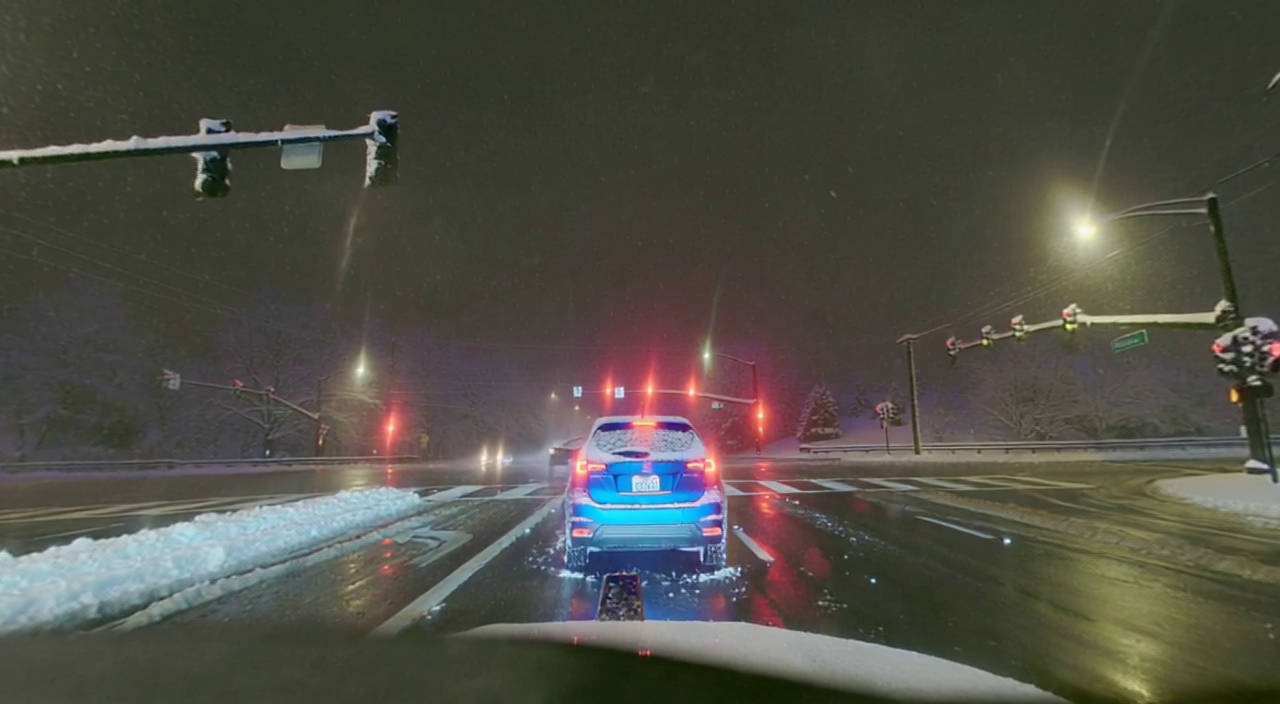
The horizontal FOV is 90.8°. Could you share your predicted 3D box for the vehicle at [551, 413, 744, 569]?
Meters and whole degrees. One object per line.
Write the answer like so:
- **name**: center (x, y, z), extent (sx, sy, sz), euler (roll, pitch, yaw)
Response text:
- **vehicle**: center (0.038, 1.758, 8.712), extent (2.027, 1.626, 3.942), euler (0, -8, -1)
